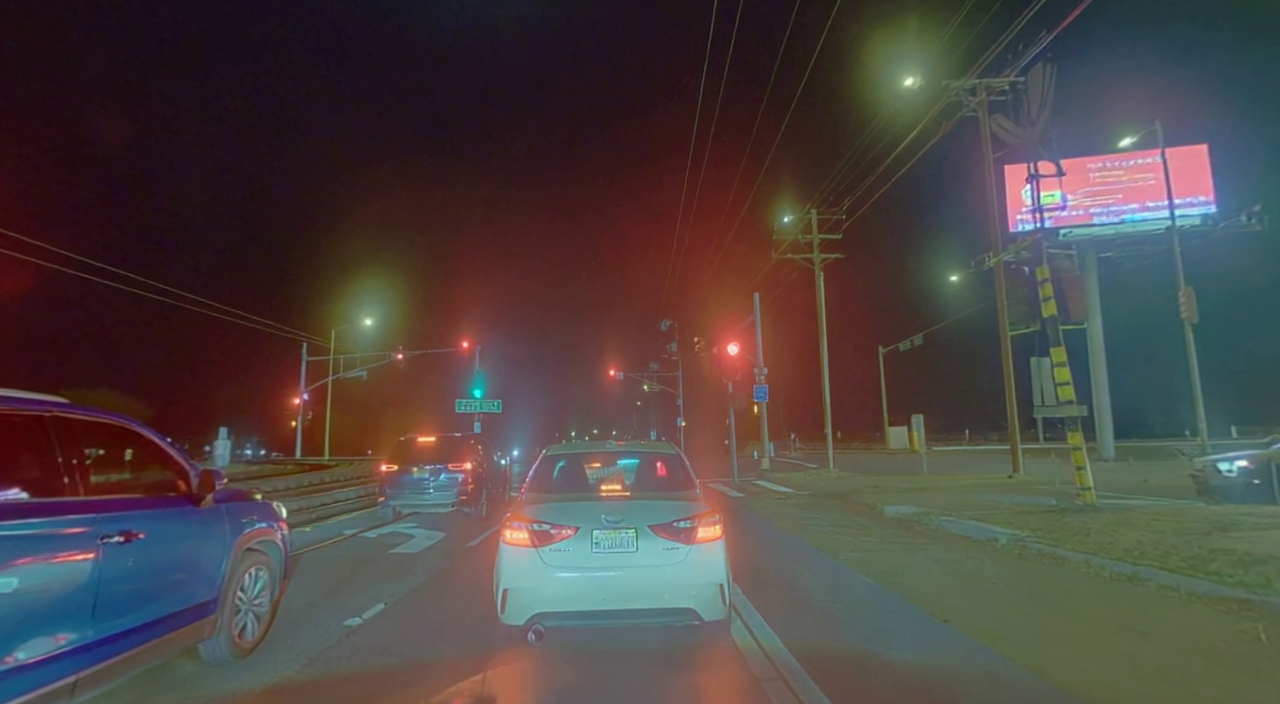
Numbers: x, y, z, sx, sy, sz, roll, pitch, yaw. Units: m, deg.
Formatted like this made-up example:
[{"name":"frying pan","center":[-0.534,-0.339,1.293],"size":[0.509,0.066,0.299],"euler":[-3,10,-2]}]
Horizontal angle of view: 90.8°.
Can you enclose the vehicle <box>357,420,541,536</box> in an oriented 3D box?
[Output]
[{"name":"vehicle","center":[-3.150,2.181,11.499],"size":[1.988,1.678,4.317],"euler":[0,-9,0]}]

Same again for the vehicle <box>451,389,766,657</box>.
[{"name":"vehicle","center":[-0.207,1.379,5.991],"size":[2.025,1.723,3.644],"euler":[0,-9,0]}]

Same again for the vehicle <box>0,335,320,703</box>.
[{"name":"vehicle","center":[-3.933,0.877,3.093],"size":[2.052,1.814,5.184],"euler":[0,-9,-1]}]

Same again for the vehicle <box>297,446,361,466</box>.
[{"name":"vehicle","center":[-24.185,8.066,49.094],"size":[4.357,1.444,1.842],"euler":[-3,-9,19]}]

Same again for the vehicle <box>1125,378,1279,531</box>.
[{"name":"vehicle","center":[9.620,1.312,8.191],"size":[5.060,1.702,2.033],"euler":[1,-9,-4]}]
